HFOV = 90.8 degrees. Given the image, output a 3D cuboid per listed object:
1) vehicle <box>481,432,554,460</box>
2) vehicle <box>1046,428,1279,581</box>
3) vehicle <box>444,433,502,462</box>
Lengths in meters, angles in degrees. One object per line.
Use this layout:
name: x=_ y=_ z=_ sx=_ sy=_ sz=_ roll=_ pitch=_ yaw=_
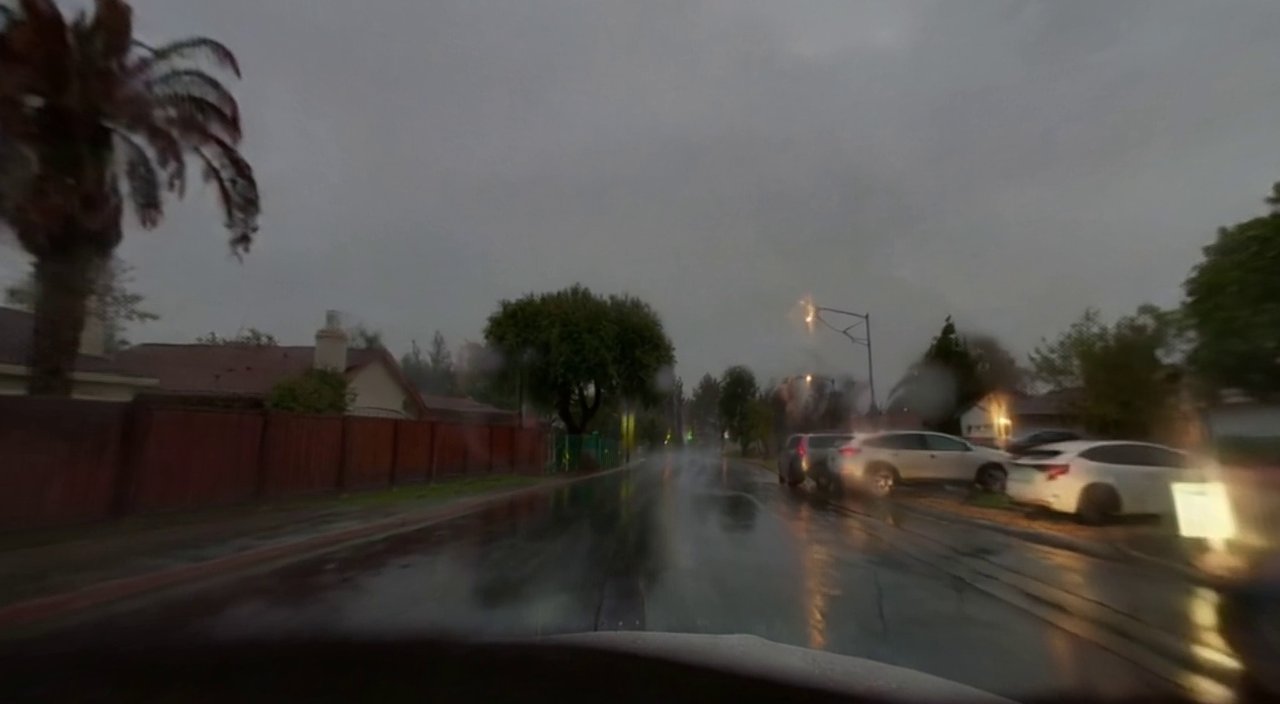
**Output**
vehicle: x=-9.619 y=7.419 z=49.920 sx=5.127 sy=1.796 sz=2.045 roll=3 pitch=-7 yaw=6
vehicle: x=7.748 y=1.850 z=7.766 sx=4.185 sy=1.531 sz=1.999 roll=4 pitch=-7 yaw=2
vehicle: x=-11.157 y=6.379 z=42.437 sx=1.869 sy=1.646 sz=4.357 roll=3 pitch=-7 yaw=12
